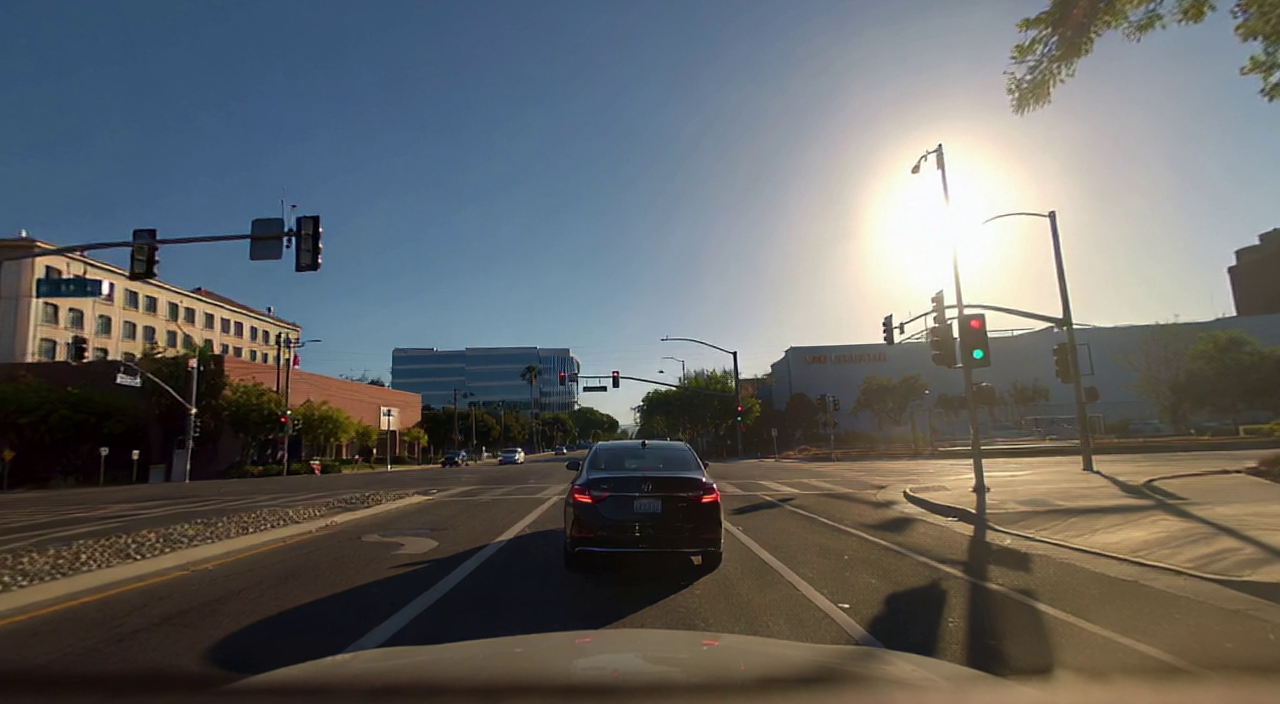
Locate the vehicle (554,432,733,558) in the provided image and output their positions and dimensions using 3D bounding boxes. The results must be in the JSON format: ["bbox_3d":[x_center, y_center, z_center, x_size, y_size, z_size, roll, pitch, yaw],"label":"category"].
[{"bbox_3d":[0.007,1.995,9.514,2.107,1.470,3.974,0,-9,-1],"label":"vehicle"}]
